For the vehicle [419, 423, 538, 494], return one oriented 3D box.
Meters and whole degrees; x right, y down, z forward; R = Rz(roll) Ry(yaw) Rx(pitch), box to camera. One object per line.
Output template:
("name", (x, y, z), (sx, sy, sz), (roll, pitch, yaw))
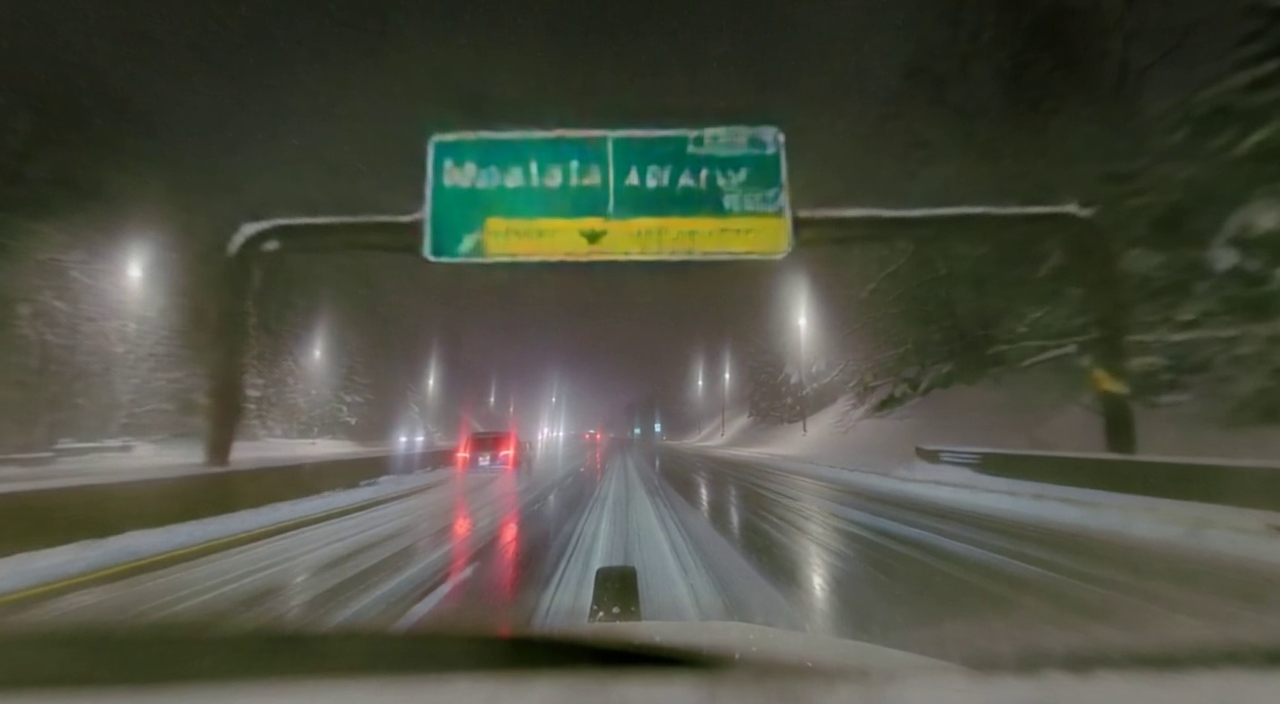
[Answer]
("vehicle", (-4.020, 2.710, 16.480), (2.062, 1.591, 4.156), (0, -8, -1))
